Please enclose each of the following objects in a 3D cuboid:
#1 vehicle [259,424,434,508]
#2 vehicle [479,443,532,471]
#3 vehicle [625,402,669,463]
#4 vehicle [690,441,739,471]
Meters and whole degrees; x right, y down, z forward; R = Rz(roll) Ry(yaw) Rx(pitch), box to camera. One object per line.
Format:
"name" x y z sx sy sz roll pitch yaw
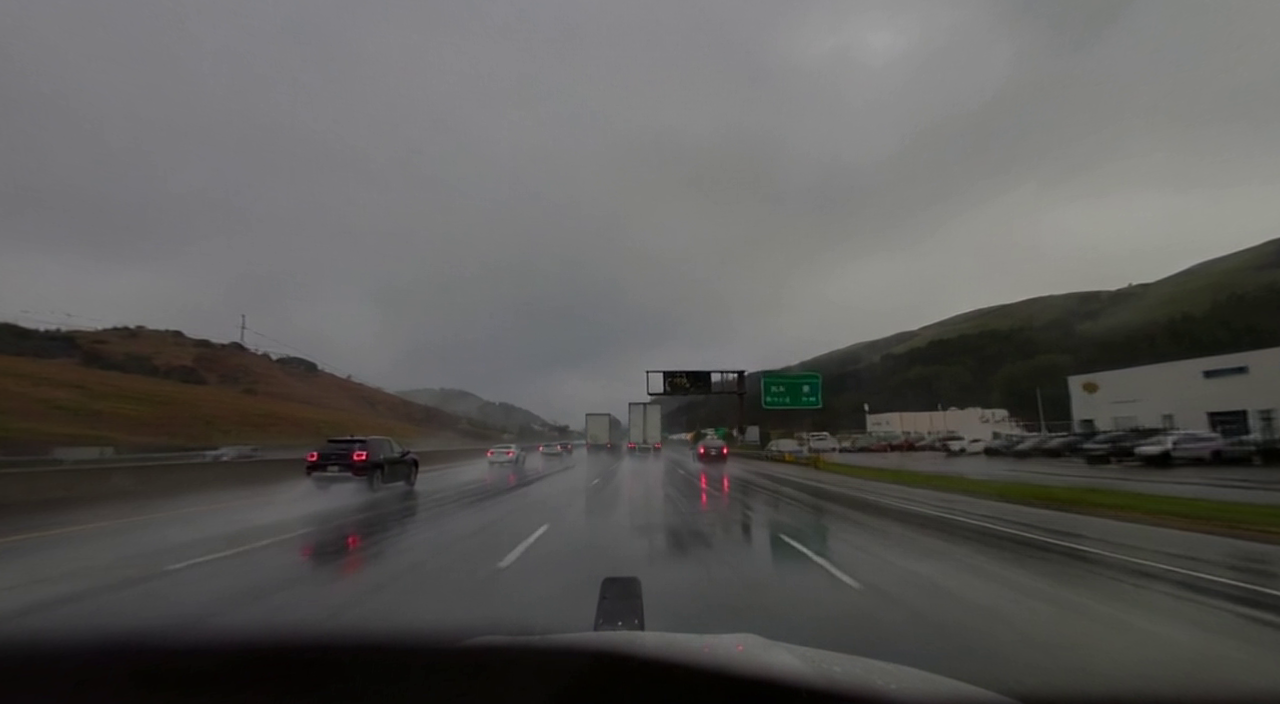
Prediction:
"vehicle" -6.912 2.737 15.551 2.122 1.754 4.379 0 -9 1
"vehicle" -7.281 5.733 34.640 1.891 1.460 4.506 0 -9 1
"vehicle" 0.386 6.246 47.983 2.969 4.104 10.906 0 -9 -1
"vehicle" 3.834 5.477 33.310 2.006 1.452 4.246 0 -9 -1
